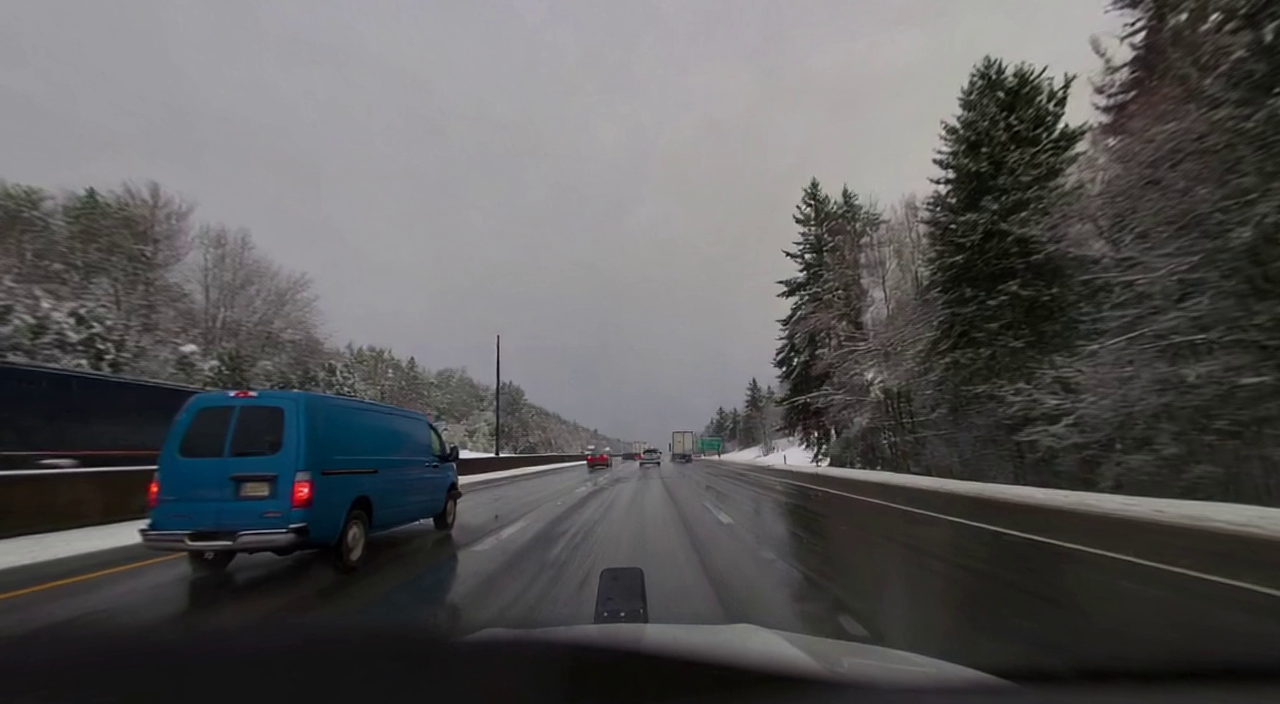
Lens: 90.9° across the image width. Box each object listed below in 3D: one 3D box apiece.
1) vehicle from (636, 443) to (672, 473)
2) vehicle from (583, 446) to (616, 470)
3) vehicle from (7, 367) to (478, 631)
[{"bbox_3d":[0.897,6.794,40.605,2.209,1.825,4.036,-1,-9,1],"label":"vehicle"},{"bbox_3d":[-2.979,7.984,47.637,2.112,1.707,4.530,-1,-9,1],"label":"vehicle"},{"bbox_3d":[-3.676,1.502,7.392,2.167,1.991,5.062,0,-9,0],"label":"vehicle"}]
